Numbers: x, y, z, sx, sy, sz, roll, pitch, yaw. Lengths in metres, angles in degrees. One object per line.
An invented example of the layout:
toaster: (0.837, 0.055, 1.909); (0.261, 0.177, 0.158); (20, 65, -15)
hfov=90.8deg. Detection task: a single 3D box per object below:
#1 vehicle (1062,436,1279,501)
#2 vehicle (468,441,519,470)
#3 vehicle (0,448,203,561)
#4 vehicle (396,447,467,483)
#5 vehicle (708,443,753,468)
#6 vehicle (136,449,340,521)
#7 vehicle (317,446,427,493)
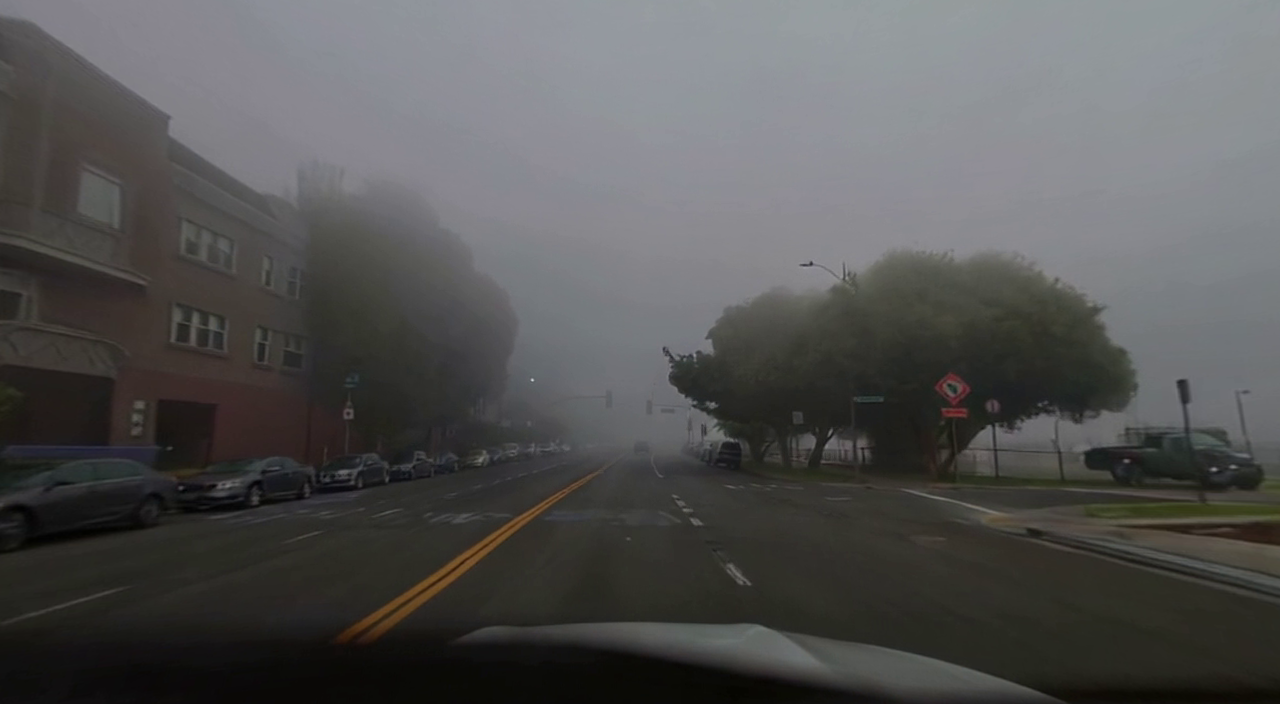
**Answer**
vehicle: (15.946, 3.482, 19.149); (4.625, 1.797, 2.266); (0, -8, -1)
vehicle: (-10.144, 7.229, 44.326); (2.228, 1.863, 5.407); (0, -8, 1)
vehicle: (-10.026, 2.421, 10.573); (1.918, 1.535, 4.834); (0, -8, 1)
vehicle: (-9.778, 5.291, 30.040); (2.021, 1.482, 4.601); (0, -8, -3)
vehicle: (5.877, 6.777, 41.595); (2.038, 1.482, 4.994); (0, -8, -2)
vehicle: (-10.089, 3.330, 16.461); (2.010, 1.476, 4.871); (-1, -8, 2)
vehicle: (-10.244, 4.494, 24.733); (1.995, 1.564, 5.321); (0, -8, 0)
